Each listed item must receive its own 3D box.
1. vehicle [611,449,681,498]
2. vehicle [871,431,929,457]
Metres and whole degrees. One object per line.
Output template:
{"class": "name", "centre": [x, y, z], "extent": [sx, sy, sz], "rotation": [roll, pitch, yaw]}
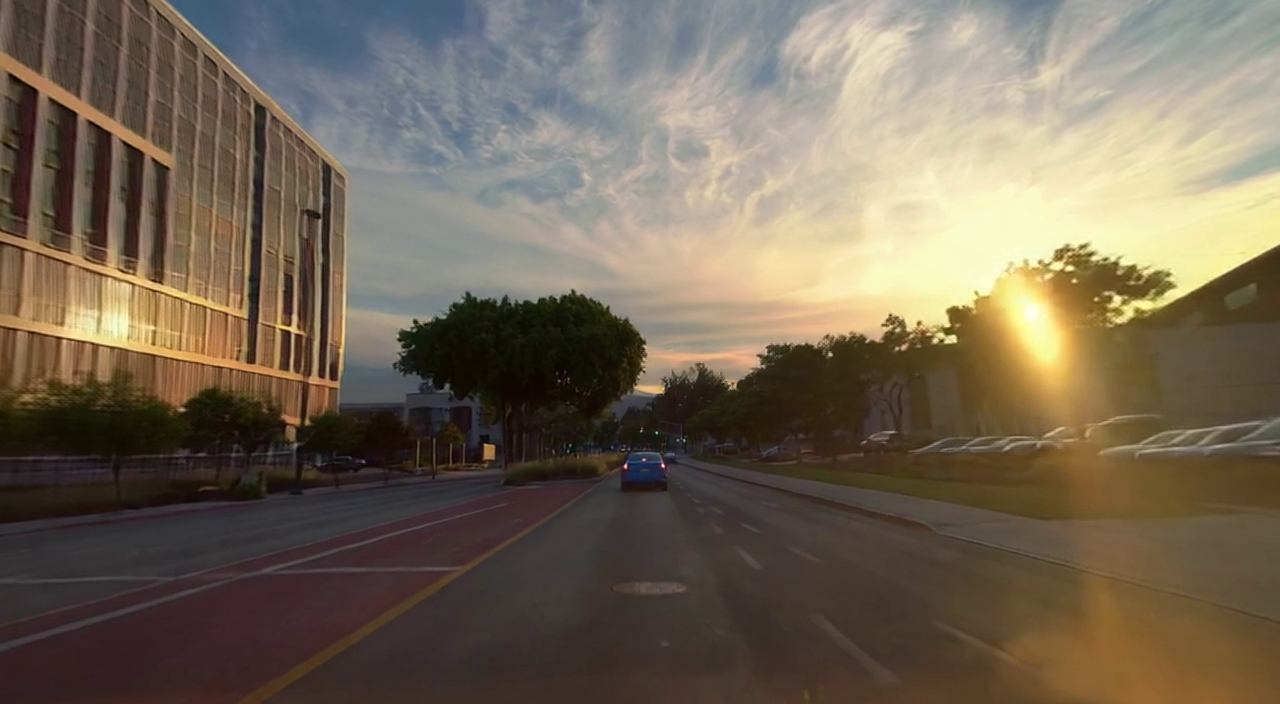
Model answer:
{"class": "vehicle", "centre": [0.167, 3.919, 20.689], "extent": [2.063, 1.442, 4.135], "rotation": [0, -9, 0]}
{"class": "vehicle", "centre": [15.662, 5.614, 38.201], "extent": [1.979, 1.460, 3.848], "rotation": [-1, -10, 2]}
